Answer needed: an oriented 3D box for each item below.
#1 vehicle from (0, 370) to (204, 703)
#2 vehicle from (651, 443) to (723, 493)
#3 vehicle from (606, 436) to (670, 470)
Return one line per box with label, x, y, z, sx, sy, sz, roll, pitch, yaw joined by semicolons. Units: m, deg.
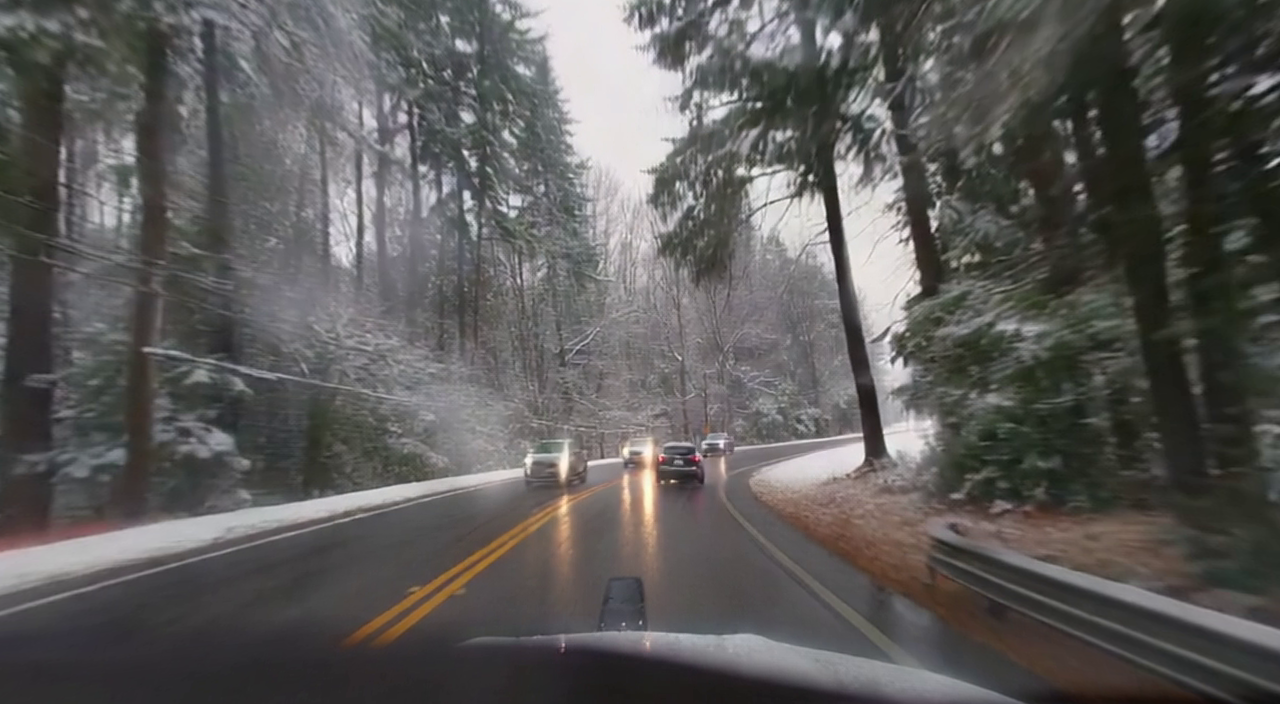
vehicle;-4.157;0.828;2.126;2.173;1.738;4.297;0;-9;2
vehicle;1.777;4.022;22.304;2.274;1.583;4.349;-1;-9;8
vehicle;-0.034;5.584;34.985;2.347;1.757;4.359;-2;-9;17
